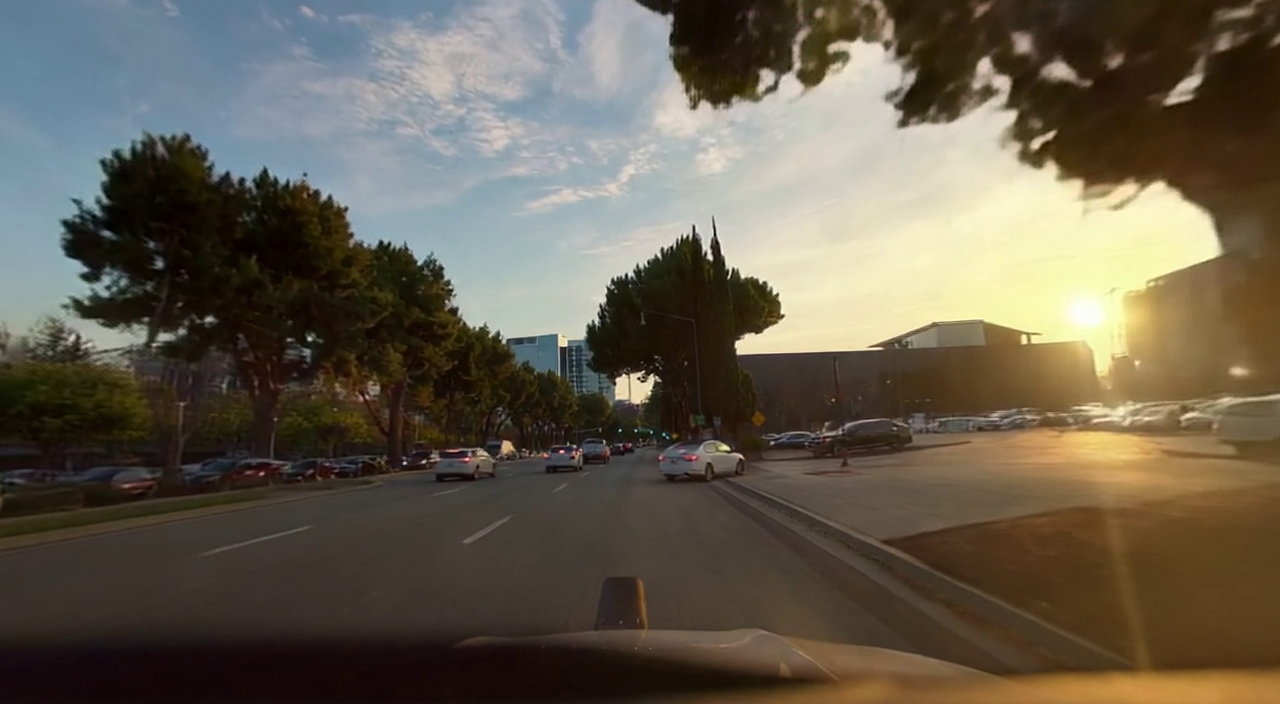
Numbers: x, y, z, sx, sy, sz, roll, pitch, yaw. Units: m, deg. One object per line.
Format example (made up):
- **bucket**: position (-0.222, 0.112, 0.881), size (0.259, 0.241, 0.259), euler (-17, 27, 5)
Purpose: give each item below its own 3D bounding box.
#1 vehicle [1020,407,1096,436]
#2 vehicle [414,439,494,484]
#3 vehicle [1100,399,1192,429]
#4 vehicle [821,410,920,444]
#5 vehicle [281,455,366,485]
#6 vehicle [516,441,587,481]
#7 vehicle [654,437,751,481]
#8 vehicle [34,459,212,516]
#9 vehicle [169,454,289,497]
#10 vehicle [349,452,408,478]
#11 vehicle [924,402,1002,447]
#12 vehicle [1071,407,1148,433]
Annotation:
- **vehicle**: position (27.232, 4.606, 41.392), size (1.992, 1.498, 4.667), euler (-5, -9, 4)
- **vehicle**: position (-7.890, 4.676, 27.224), size (2.054, 1.744, 4.422), euler (0, -8, 1)
- **vehicle**: position (32.675, 4.089, 41.000), size (2.137, 1.697, 4.811), euler (-1, -8, 3)
- **vehicle**: position (14.025, 4.631, 38.703), size (5.161, 1.993, 2.293), euler (0, -9, 2)
- **vehicle**: position (-16.844, 6.278, 33.933), size (1.981, 1.431, 4.862), euler (0, -8, 1)
- **vehicle**: position (-3.550, 4.483, 26.283), size (2.235, 1.500, 4.420), euler (0, -8, 1)
- **vehicle**: position (2.522, 4.090, 24.415), size (2.208, 1.513, 4.504), euler (-4, -9, 26)
- **vehicle**: position (-16.769, 4.371, 20.897), size (1.923, 1.543, 4.687), euler (0, -8, 0)
- **vehicle**: position (-17.378, 5.214, 27.052), size (2.084, 1.624, 4.486), euler (0, -8, 0)
- **vehicle**: position (-16.632, 7.201, 40.413), size (1.849, 1.472, 4.441), euler (0, -8, 0)
- **vehicle**: position (17.130, 3.923, 33.303), size (2.569, 2.081, 6.193), euler (-6, -10, 35)
- **vehicle**: position (30.162, 4.402, 40.760), size (1.985, 1.485, 4.071), euler (-1, -8, 3)
